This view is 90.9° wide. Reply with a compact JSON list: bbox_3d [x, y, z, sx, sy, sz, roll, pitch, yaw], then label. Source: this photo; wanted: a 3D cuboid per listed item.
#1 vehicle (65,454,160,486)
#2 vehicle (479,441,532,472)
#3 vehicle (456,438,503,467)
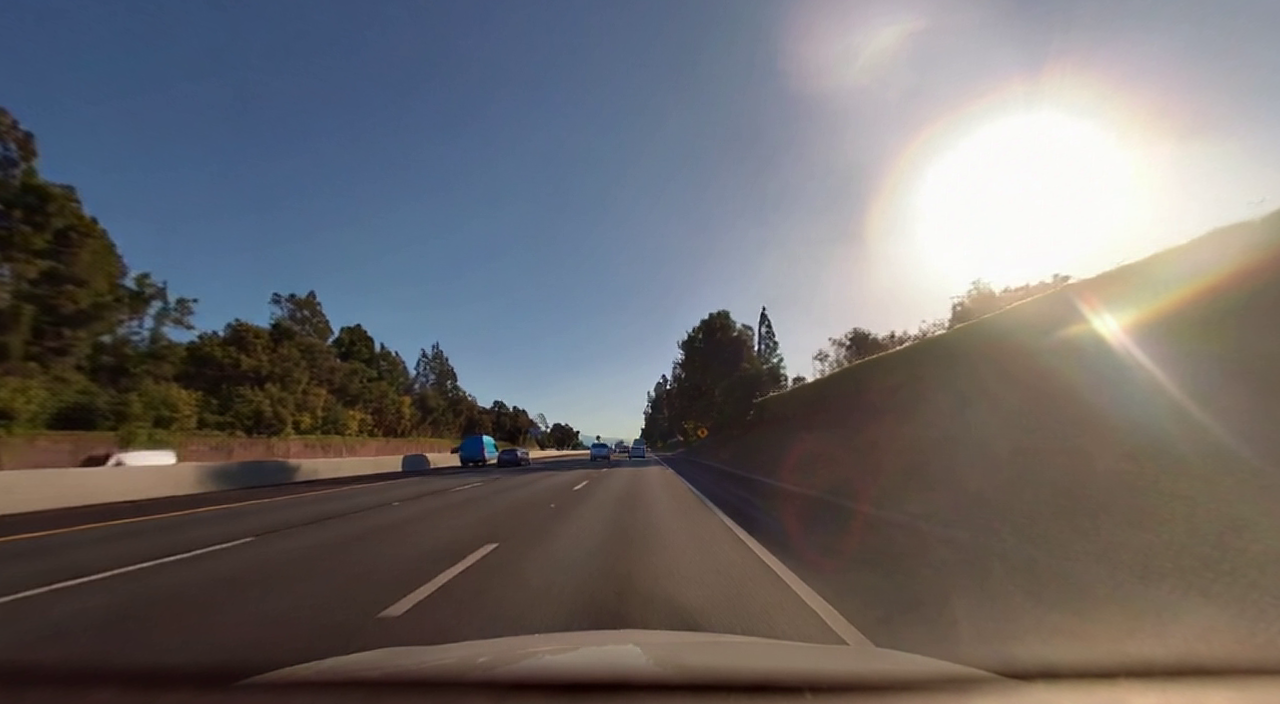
[{"bbox_3d":[-24.598,5.486,29.561,1.514,1.344,3.325,0,-8,1],"label":"vehicle"},{"bbox_3d":[-7.462,5.838,35.393,2.014,1.598,4.015,0,-8,1],"label":"vehicle"},{"bbox_3d":[-10.970,6.877,43.447,1.977,1.870,4.525,0,-8,0],"label":"vehicle"}]
